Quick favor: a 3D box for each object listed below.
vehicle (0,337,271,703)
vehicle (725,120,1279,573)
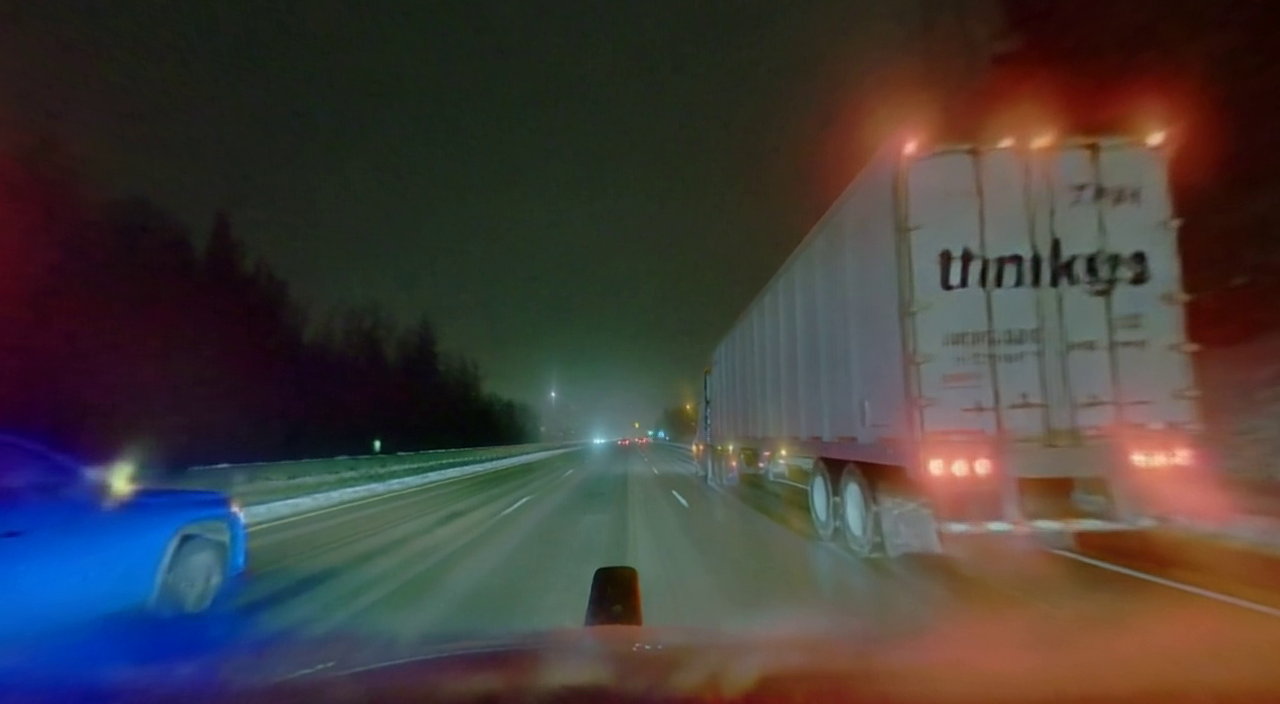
[{"bbox_3d":[-3.599,0.729,2.129,2.063,1.661,4.439,0,-8,-1],"label":"vehicle"},{"bbox_3d":[3.928,0.724,12.317,2.850,3.894,13.987,0,-7,1],"label":"vehicle"}]
